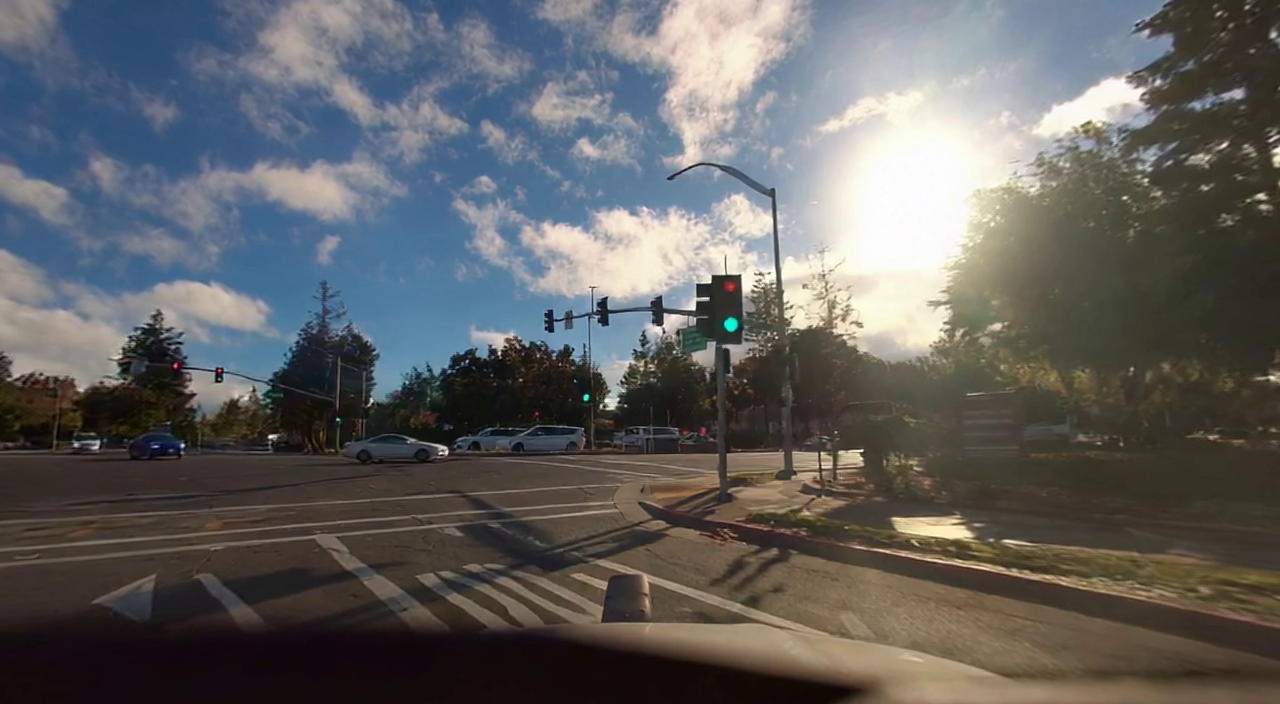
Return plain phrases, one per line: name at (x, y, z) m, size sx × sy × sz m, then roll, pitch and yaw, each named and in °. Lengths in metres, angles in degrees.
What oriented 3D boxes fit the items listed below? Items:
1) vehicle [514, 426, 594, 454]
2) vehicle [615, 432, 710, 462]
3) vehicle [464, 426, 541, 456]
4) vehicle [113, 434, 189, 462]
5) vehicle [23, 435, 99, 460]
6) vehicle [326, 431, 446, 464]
vehicle at (-5.144, 5.324, 38.086) m, size 4.483 × 1.589 × 1.852 m, roll 6°, pitch -10°, yaw -37°
vehicle at (1.252, 4.990, 33.356) m, size 5.032 × 1.473 × 1.827 m, roll 6°, pitch -10°, yaw -37°
vehicle at (-8.608, 5.604, 39.668) m, size 4.360 × 1.749 × 1.895 m, roll 7°, pitch -11°, yaw -40°
vehicle at (-26.659, 5.208, 34.299) m, size 4.686 × 1.425 × 2.018 m, roll -7°, pitch -10°, yaw 37°
vehicle at (-43.624, 7.186, 47.488) m, size 5.332 × 1.807 × 2.450 m, roll -5°, pitch -9°, yaw 28°
vehicle at (-11.017, 4.148, 27.472) m, size 4.425 × 1.366 × 1.865 m, roll -1°, pitch -8°, yaw 5°
